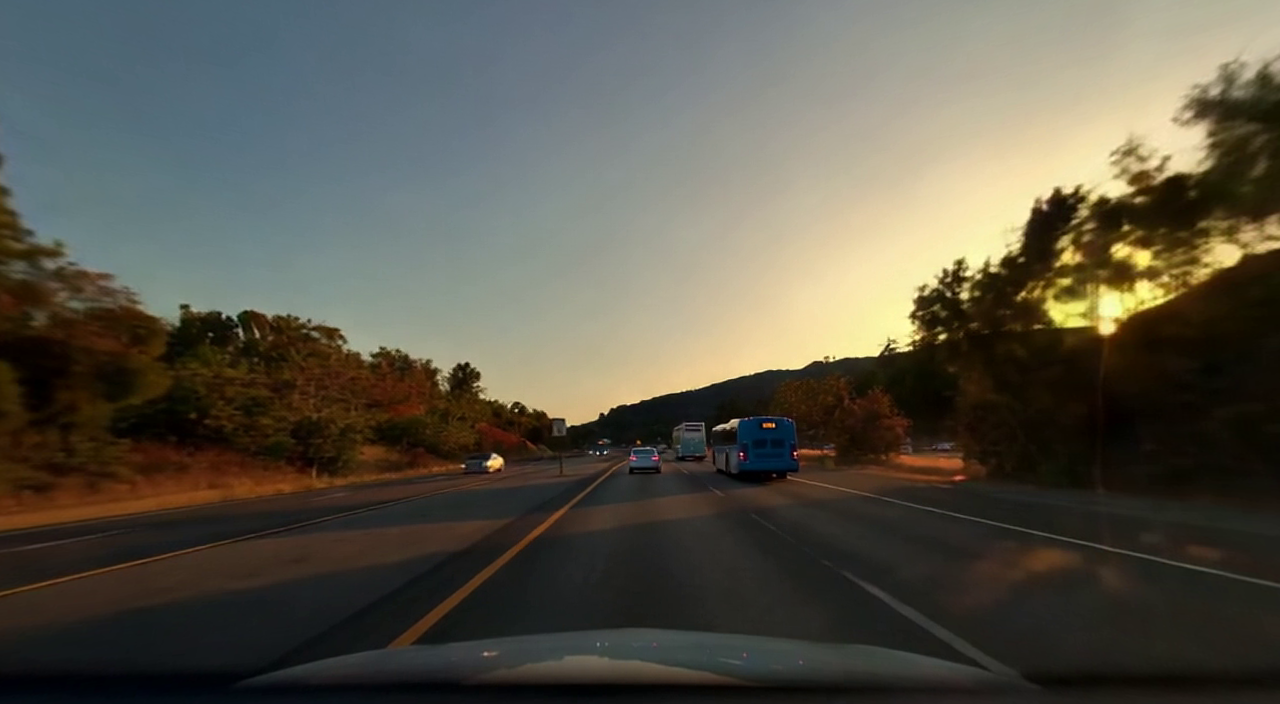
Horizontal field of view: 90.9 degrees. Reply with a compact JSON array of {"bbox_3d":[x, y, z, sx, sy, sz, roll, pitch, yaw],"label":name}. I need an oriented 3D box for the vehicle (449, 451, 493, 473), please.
[{"bbox_3d":[-12.345,8.062,46.372,2.025,1.546,4.069,0,-9,1],"label":"vehicle"}]

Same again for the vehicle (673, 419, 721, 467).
[{"bbox_3d":[4.295,7.127,49.090,2.883,3.358,7.942,0,-9,-1],"label":"vehicle"}]

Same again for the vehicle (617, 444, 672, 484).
[{"bbox_3d":[0.166,4.407,25.074,2.004,1.449,3.817,0,-9,0],"label":"vehicle"}]

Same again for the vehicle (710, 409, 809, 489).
[{"bbox_3d":[4.200,3.606,23.459,2.440,2.555,5.957,0,-9,-1],"label":"vehicle"}]
